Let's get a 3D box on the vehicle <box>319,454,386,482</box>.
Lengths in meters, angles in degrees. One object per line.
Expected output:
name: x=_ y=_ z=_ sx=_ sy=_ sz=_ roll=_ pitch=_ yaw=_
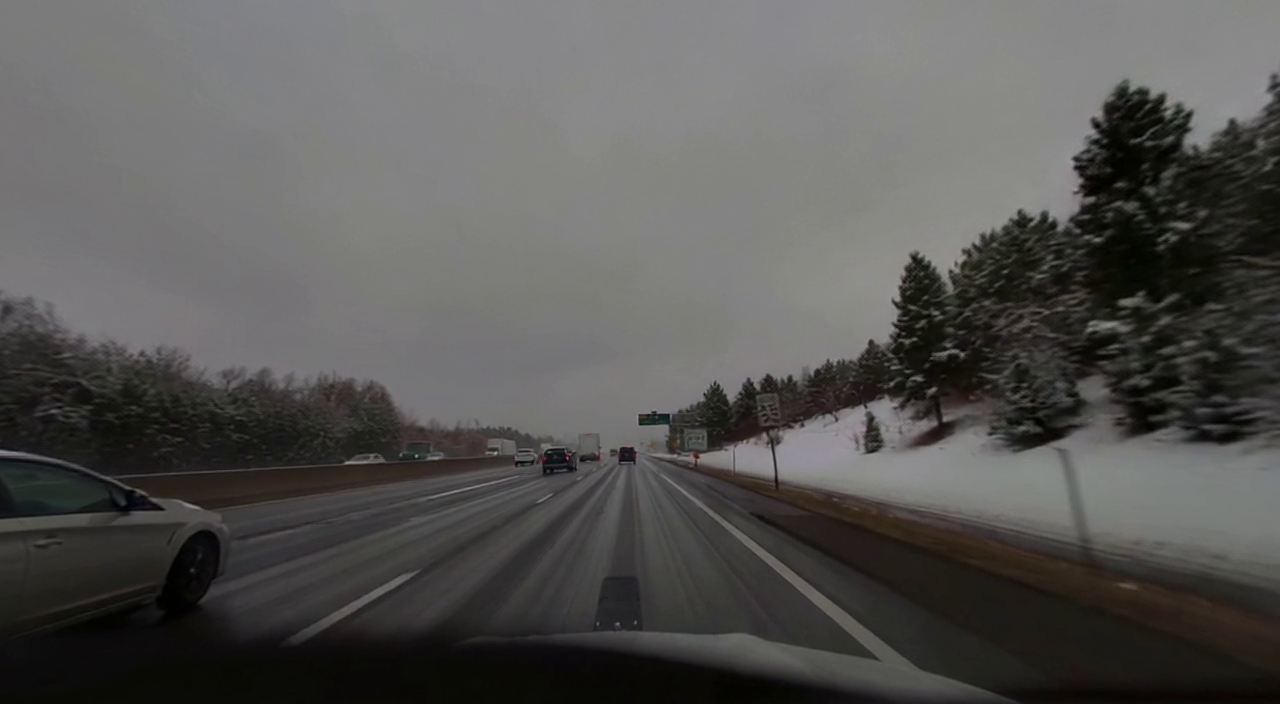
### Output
vehicle: x=-16.478 y=6.655 z=36.177 sx=1.911 sy=1.466 sz=4.273 roll=0 pitch=-9 yaw=-1

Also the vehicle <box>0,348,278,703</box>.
vehicle: x=-3.978 y=0.866 z=2.732 sx=2.074 sy=1.779 sz=4.588 roll=0 pitch=-9 yaw=-1

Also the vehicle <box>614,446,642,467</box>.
vehicle: x=-0.885 y=7.832 z=47.088 sx=2.023 sy=1.479 sz=3.718 roll=0 pitch=-9 yaw=-1

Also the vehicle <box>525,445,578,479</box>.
vehicle: x=-4.174 y=5.271 z=30.264 sx=1.988 sy=1.477 sz=4.118 roll=0 pitch=-9 yaw=0

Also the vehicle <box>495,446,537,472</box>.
vehicle: x=-7.991 y=6.940 z=40.792 sx=1.936 sy=1.516 sz=3.904 roll=0 pitch=-9 yaw=0
